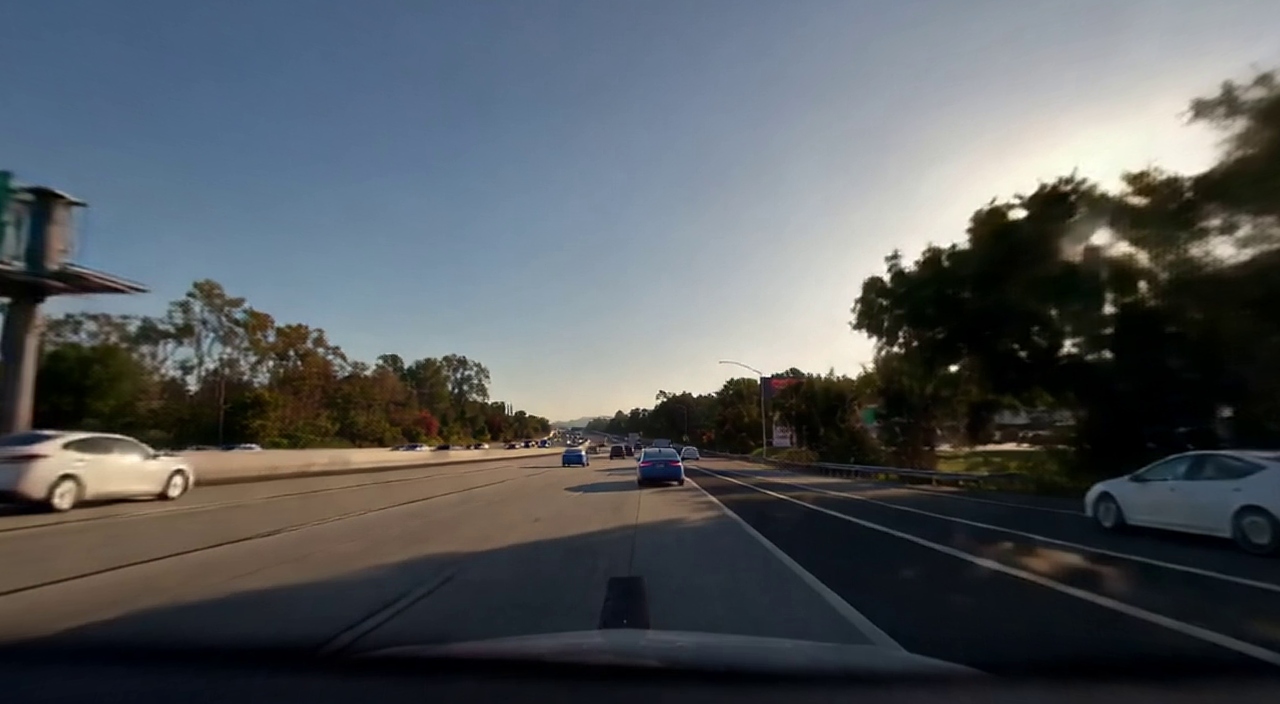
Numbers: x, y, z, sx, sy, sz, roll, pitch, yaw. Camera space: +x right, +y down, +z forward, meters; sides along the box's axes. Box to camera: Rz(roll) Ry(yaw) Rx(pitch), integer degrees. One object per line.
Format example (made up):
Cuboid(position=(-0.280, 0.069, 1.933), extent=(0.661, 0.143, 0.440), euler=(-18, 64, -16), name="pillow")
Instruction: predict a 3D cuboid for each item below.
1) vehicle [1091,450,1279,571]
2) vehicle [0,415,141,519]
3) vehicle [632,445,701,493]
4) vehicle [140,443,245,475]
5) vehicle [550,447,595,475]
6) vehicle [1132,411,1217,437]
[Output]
Cuboid(position=(8.758, 2.058, 8.484), extent=(2.030, 1.442, 4.358), euler=(0, -8, -2), name="vehicle")
Cuboid(position=(-11.299, 1.932, 10.713), extent=(1.950, 1.664, 4.403), euler=(0, -8, 1), name="vehicle")
Cuboid(position=(0.836, 3.896, 21.426), extent=(2.113, 1.464, 4.073), euler=(0, -8, 1), name="vehicle")
Cuboid(position=(-21.529, 5.144, 30.610), extent=(1.861, 1.442, 4.319), euler=(0, -8, 1), name="vehicle")
Cuboid(position=(-3.837, 6.239, 36.506), extent=(2.047, 1.497, 4.208), euler=(0, -8, 2), name="vehicle")
Cuboid(position=(33.340, 4.531, 39.456), extent=(1.782, 1.506, 3.935), euler=(0, -8, -1), name="vehicle")
